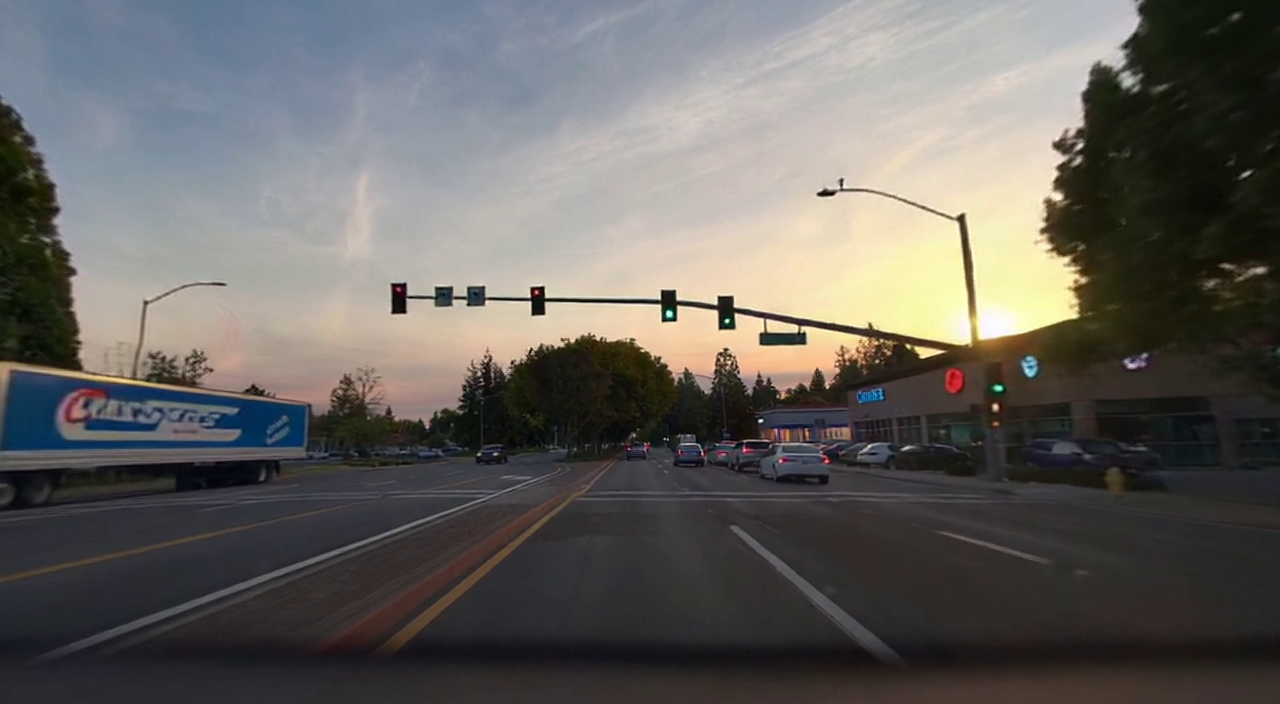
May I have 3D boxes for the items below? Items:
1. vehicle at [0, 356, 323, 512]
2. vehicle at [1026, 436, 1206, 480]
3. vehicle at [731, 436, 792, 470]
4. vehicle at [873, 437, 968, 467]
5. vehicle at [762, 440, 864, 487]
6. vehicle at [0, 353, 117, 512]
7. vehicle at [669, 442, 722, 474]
[{"bbox_3d":[-18.973,3.480,26.052,3.058,4.328,16.976,-1,-8,0],"label":"vehicle"},{"bbox_3d":[16.704,3.730,22.359,4.679,1.448,2.178,0,-8,-3],"label":"vehicle"},{"bbox_3d":[6.846,5.764,36.260,2.268,1.822,5.038,0,-8,-3],"label":"vehicle"},{"bbox_3d":[16.008,5.721,36.169,4.457,1.521,1.872,-2,-9,-3],"label":"vehicle"},{"bbox_3d":[6.024,3.941,22.719,2.150,1.485,4.919,0,-8,-1],"label":"vehicle"},{"bbox_3d":[-18.965,2.070,16.312,3.008,4.297,9.041,0,-8,0],"label":"vehicle"},{"bbox_3d":[2.679,5.264,31.531,2.099,1.463,4.365,0,-8,-1],"label":"vehicle"}]
